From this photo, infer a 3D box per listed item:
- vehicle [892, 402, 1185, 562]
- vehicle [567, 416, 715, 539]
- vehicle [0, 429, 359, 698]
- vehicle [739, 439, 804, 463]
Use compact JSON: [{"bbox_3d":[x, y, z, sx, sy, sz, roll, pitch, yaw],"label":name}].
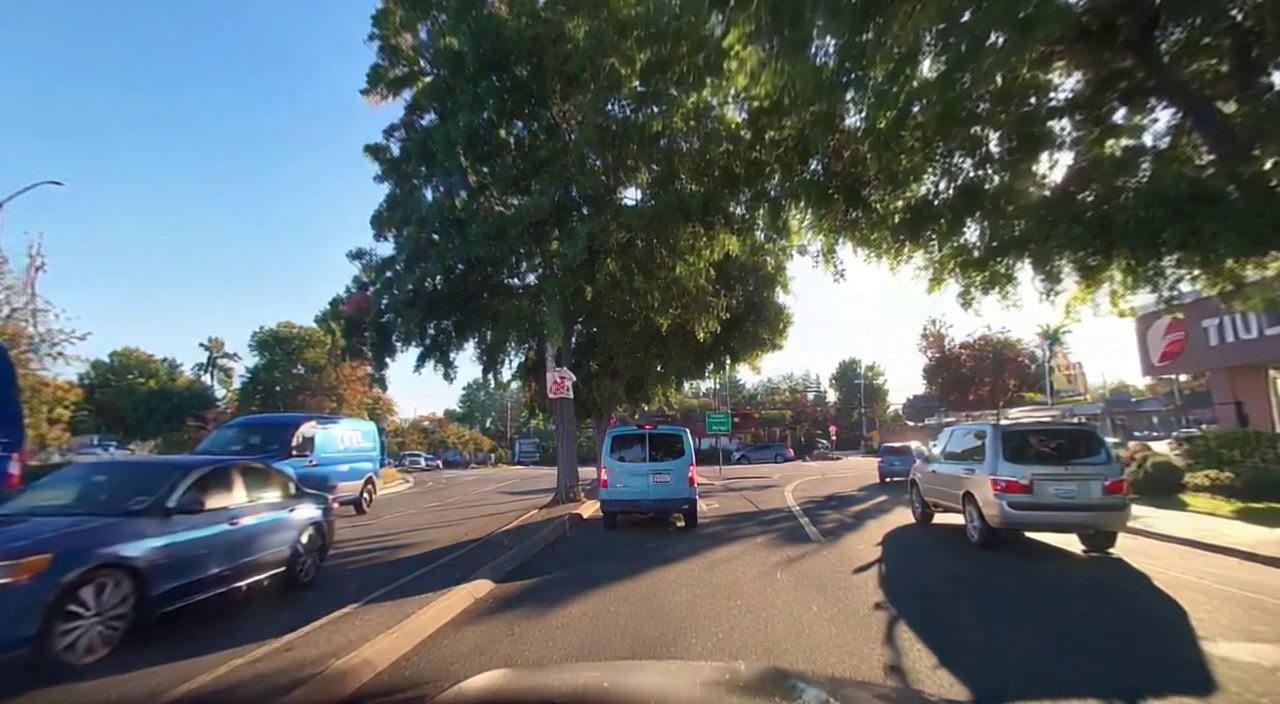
[{"bbox_3d":[6.019,2.017,10.541,2.204,1.973,4.946,-1,-9,8],"label":"vehicle"},{"bbox_3d":[0.240,2.241,11.849,2.237,1.828,4.546,-1,-9,6],"label":"vehicle"},{"bbox_3d":[-4.371,1.425,5.150,1.869,1.465,4.503,0,-9,3],"label":"vehicle"},{"bbox_3d":[9.853,7.404,47.140,4.651,1.710,1.985,6,-11,-33],"label":"vehicle"}]
